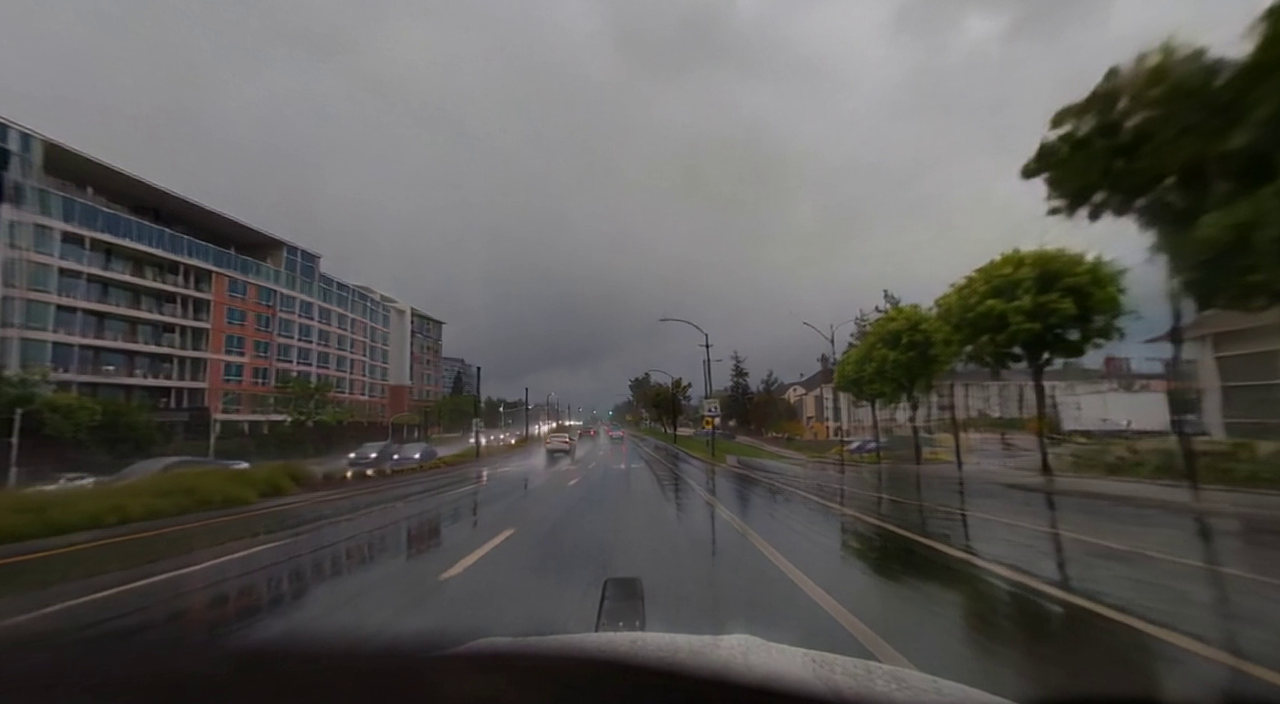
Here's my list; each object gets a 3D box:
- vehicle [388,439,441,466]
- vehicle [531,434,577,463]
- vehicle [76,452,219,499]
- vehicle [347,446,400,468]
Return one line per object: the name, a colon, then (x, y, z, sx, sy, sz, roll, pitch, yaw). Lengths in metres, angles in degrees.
vehicle: (-15.796, 7.063, 44.536, 1.990, 1.739, 4.544, -1, -8, 2)
vehicle: (-4.752, 5.376, 35.343, 2.025, 1.474, 4.292, -1, -8, -1)
vehicle: (-20.158, 5.044, 26.182, 2.077, 1.655, 4.570, -1, -8, 3)
vehicle: (-19.397, 7.660, 46.184, 1.976, 1.415, 4.341, -1, -8, 1)
